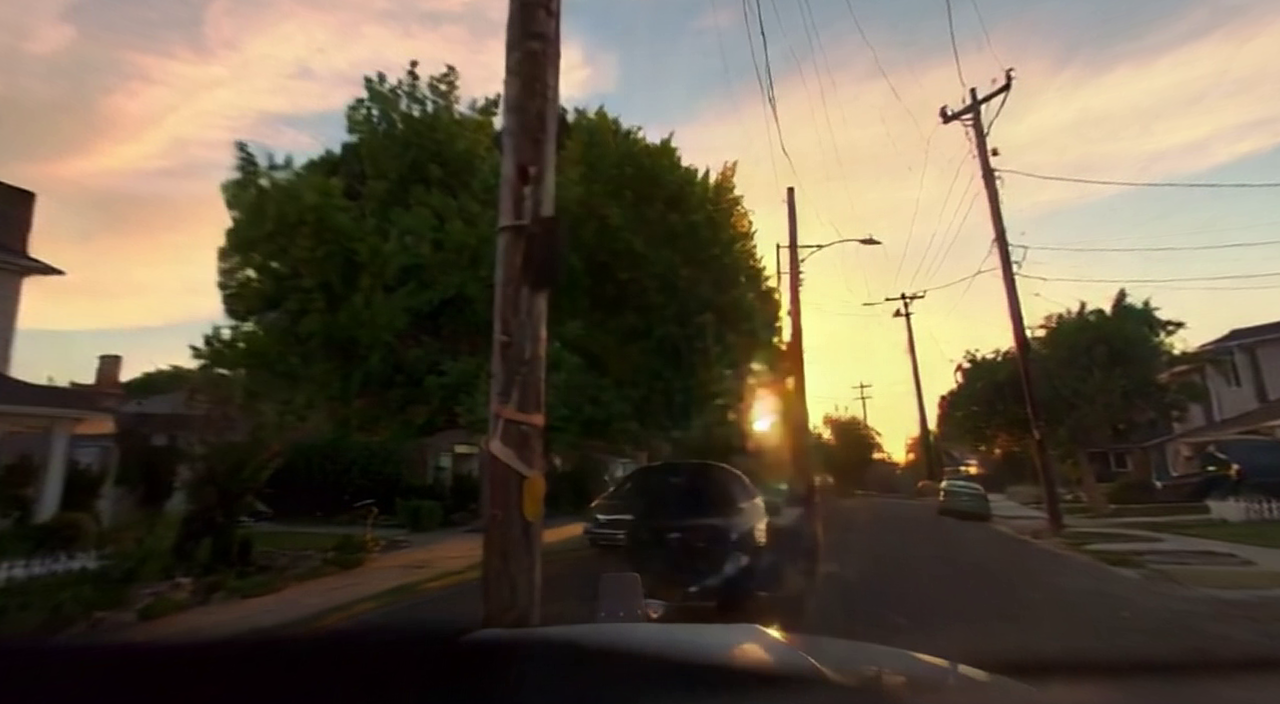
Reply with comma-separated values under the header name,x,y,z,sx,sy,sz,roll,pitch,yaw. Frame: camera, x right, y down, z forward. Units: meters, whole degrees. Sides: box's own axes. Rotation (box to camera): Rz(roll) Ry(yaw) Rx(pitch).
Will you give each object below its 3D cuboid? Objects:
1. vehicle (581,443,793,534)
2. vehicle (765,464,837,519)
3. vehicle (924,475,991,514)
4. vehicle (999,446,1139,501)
name,x,y,z,sx,sy,sz,roll,pitch,yaw
vehicle,1.223,3.211,15.383,4.537,1.595,2.471,1,-9,21
vehicle,5.889,4.899,22.697,2.081,1.589,4.691,-3,-9,18
vehicle,16.924,7.607,33.696,3.005,1.535,4.025,-2,-17,27
vehicle,17.303,4.878,25.734,4.249,1.905,1.904,-3,-5,19
